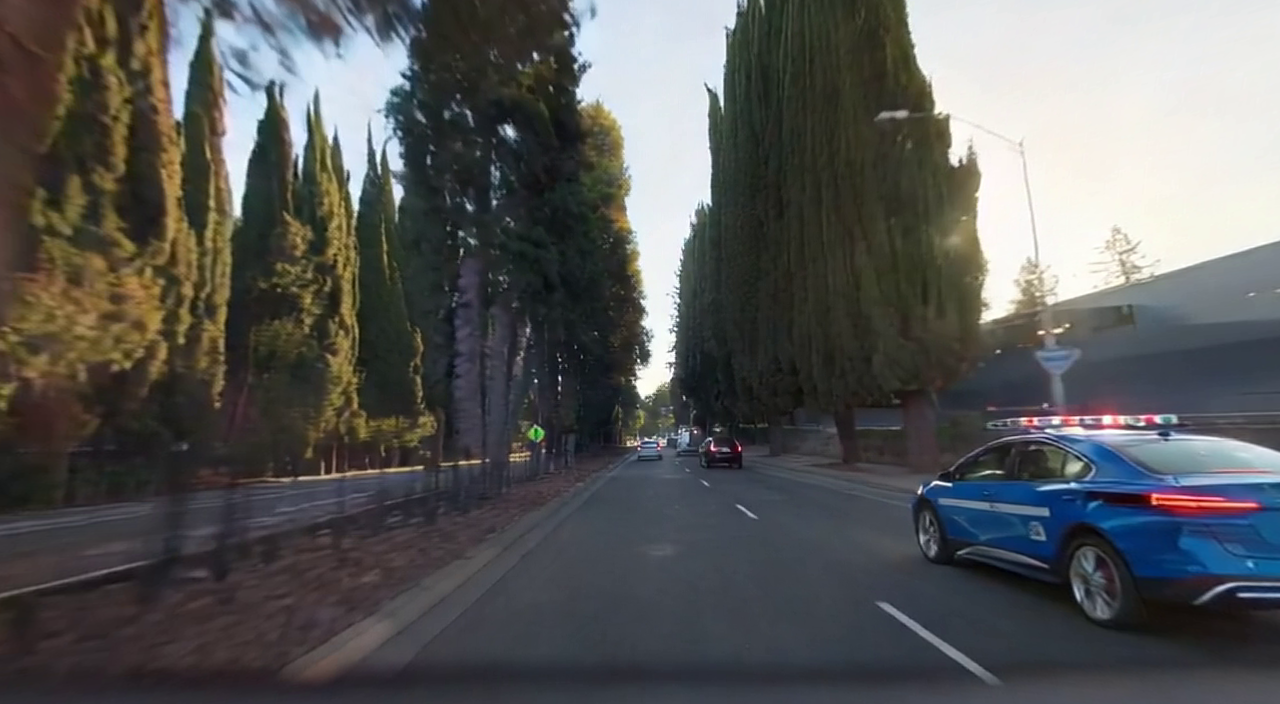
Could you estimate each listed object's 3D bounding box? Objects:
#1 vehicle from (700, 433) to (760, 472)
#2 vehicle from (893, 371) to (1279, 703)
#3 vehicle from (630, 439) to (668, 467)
[{"bbox_3d":[4.105,4.661,29.445,2.110,1.666,3.912,0,-8,-1],"label":"vehicle"},{"bbox_3d":[3.939,1.204,5.106,2.052,1.639,4.123,0,-8,0],"label":"vehicle"},{"bbox_3d":[0.469,5.786,36.302,2.026,1.466,4.282,0,-8,-1],"label":"vehicle"}]
